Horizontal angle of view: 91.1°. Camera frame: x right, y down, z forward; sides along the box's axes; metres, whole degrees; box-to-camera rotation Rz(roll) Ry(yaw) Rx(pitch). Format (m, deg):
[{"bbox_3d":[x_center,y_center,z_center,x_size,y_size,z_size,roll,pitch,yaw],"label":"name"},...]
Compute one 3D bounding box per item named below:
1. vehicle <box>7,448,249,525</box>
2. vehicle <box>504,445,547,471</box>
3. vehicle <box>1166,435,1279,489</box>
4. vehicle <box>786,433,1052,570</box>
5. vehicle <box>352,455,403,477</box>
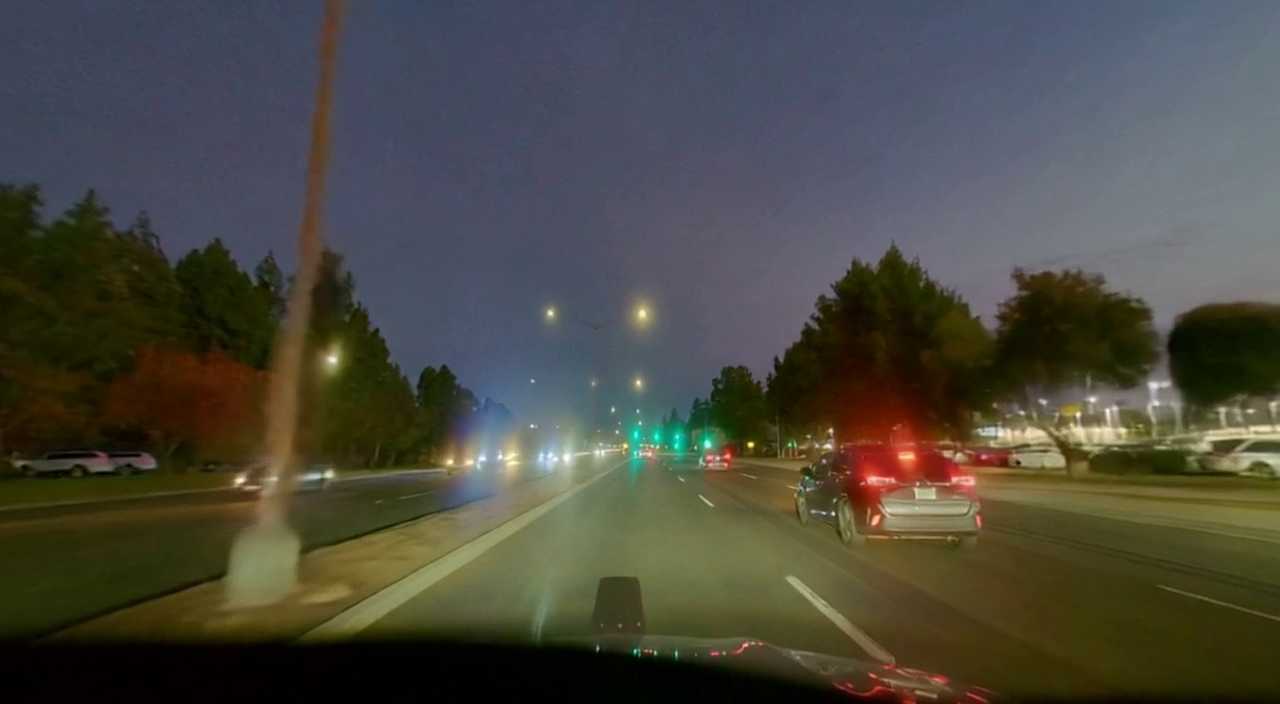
[{"bbox_3d":[-12.009,3.130,15.271,1.983,1.567,4.557,0,-9,1],"label":"vehicle"},{"bbox_3d":[-8.439,7.838,46.737,2.156,1.838,4.945,0,-9,1],"label":"vehicle"},{"bbox_3d":[19.470,3.370,19.430,4.648,1.568,1.919,0,-9,-2],"label":"vehicle"},{"bbox_3d":[3.626,1.997,9.239,1.935,1.501,4.384,0,-9,1],"label":"vehicle"},{"bbox_3d":[-19.119,8.317,45.899,1.787,1.452,4.482,0,-9,0],"label":"vehicle"}]
